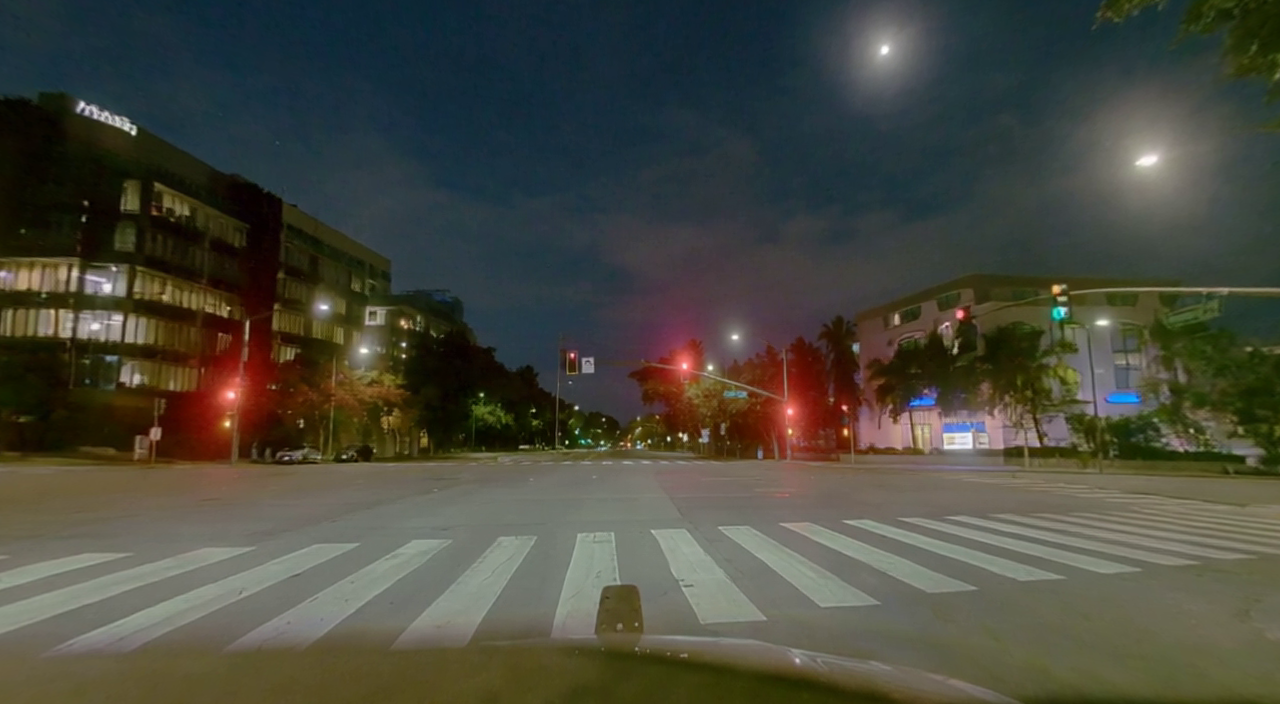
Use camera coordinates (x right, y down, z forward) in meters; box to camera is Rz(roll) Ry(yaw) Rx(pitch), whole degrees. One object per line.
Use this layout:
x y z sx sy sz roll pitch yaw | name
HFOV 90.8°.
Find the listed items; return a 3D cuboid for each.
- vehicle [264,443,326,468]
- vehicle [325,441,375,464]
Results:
-21.837 6.559 40.149 2.005 1.496 4.020 1 -9 -6 | vehicle
-22.457 7.787 49.049 2.023 1.706 4.756 1 -9 -6 | vehicle
